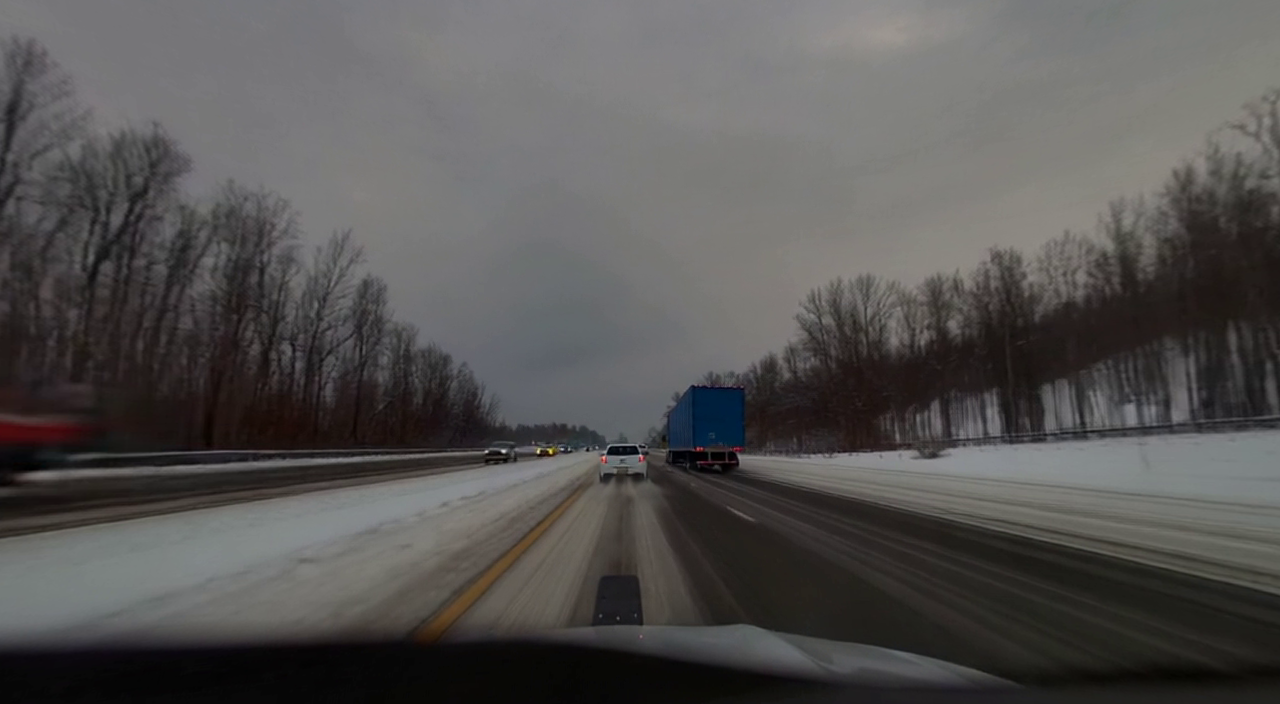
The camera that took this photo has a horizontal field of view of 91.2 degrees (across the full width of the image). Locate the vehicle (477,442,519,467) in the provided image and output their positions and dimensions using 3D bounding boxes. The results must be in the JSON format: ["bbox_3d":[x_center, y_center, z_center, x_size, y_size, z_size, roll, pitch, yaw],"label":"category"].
[{"bbox_3d":[-9.611,6.983,42.802,1.920,1.541,4.248,0,-9,-1],"label":"vehicle"}]

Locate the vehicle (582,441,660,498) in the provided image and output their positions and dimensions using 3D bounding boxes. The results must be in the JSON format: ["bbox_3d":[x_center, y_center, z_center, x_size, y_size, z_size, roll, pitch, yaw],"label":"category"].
[{"bbox_3d":[-0.557,3.488,18.969,2.099,1.506,4.097,0,-9,-1],"label":"vehicle"}]

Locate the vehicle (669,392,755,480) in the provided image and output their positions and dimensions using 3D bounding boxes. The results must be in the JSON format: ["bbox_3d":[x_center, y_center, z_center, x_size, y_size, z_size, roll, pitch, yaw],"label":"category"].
[{"bbox_3d":[3.612,4.963,35.795,2.900,4.013,14.455,0,-9,-1],"label":"vehicle"}]
